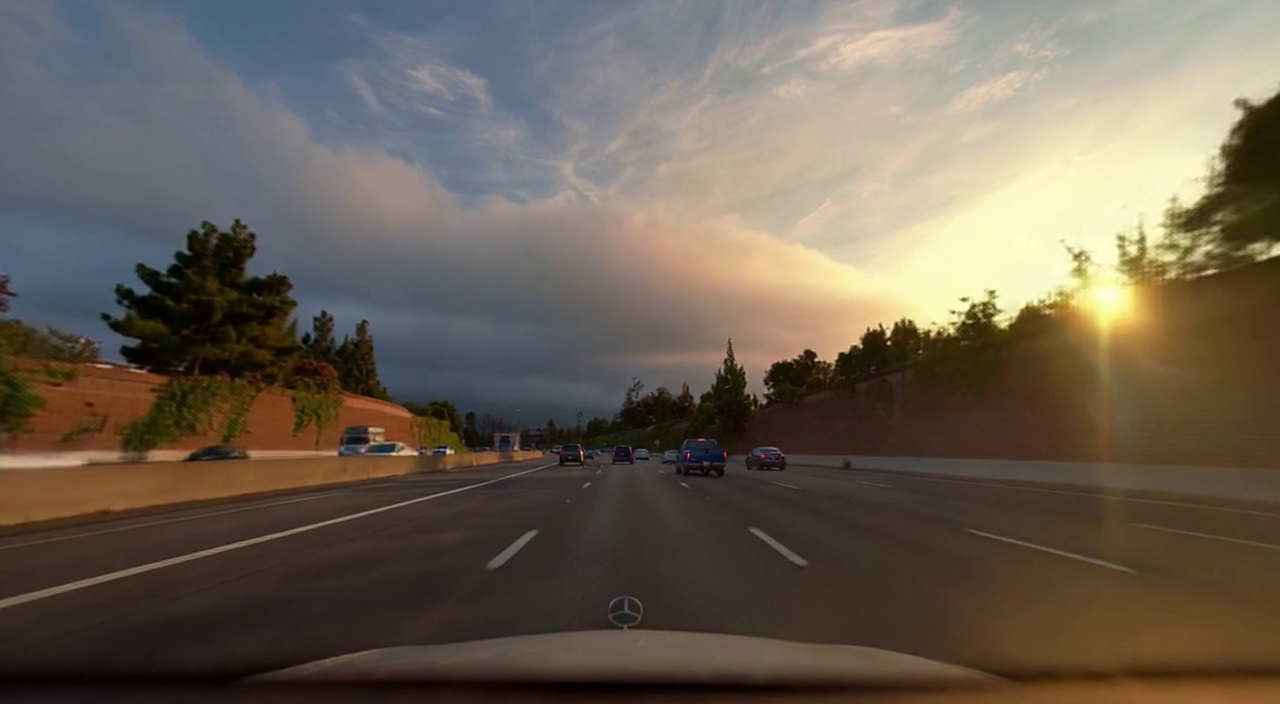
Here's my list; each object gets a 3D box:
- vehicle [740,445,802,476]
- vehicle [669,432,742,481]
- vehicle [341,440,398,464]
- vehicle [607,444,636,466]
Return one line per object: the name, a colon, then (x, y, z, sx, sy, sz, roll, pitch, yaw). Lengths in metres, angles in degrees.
vehicle: (6.860, 5.706, 33.569, 1.976, 1.485, 4.925, 0, -8, -4)
vehicle: (2.774, 4.627, 28.249, 2.374, 1.952, 5.431, 0, -8, -3)
vehicle: (-18.965, 7.010, 44.443, 2.107, 1.561, 4.736, 0, -8, -3)
vehicle: (-1.476, 7.862, 48.242, 2.050, 1.607, 3.821, 0, -8, -4)
